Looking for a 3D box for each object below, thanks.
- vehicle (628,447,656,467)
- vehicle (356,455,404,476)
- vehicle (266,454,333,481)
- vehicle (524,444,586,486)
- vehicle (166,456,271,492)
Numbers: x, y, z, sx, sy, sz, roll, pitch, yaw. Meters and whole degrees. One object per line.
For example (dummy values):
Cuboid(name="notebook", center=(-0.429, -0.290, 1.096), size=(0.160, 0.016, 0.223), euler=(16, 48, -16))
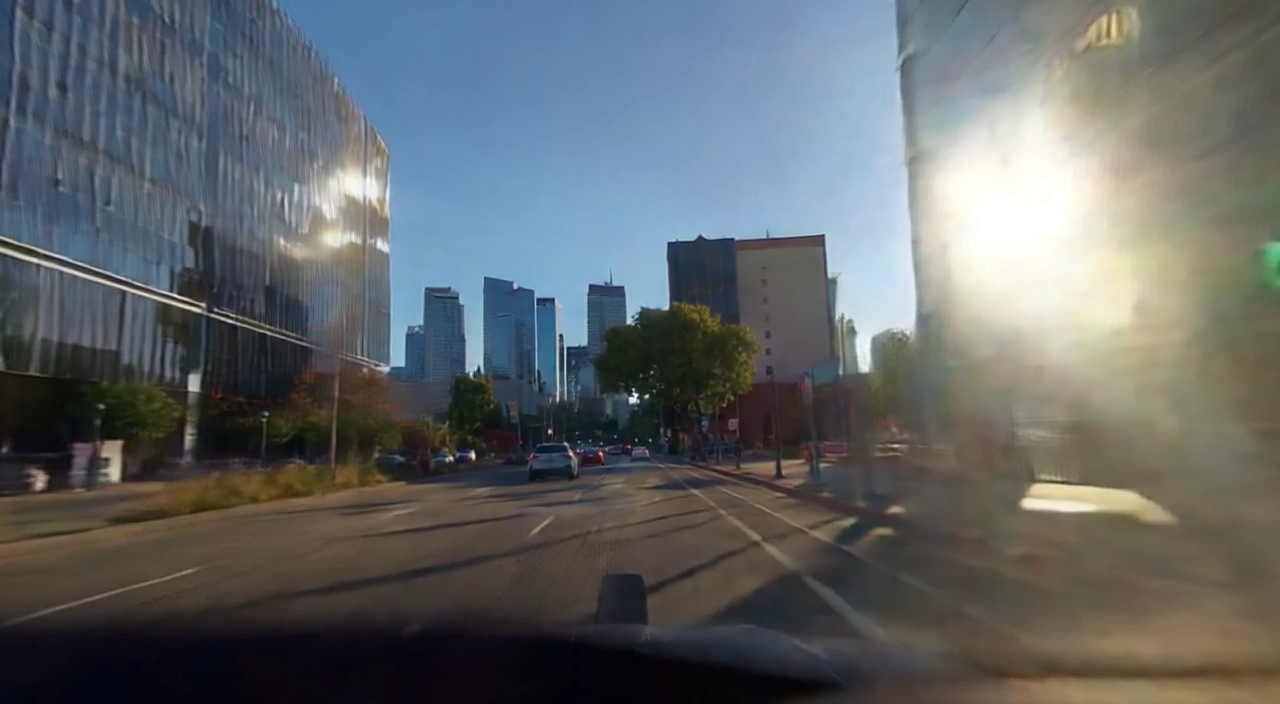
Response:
Cuboid(name="vehicle", center=(0.160, 8.095, 48.918), size=(2.102, 1.482, 4.125), euler=(0, -8, 0))
Cuboid(name="vehicle", center=(-20.458, 8.919, 49.861), size=(1.856, 1.471, 4.445), euler=(0, -8, 0))
Cuboid(name="vehicle", center=(-23.864, 8.078, 44.515), size=(1.978, 1.739, 4.895), euler=(0, -8, -1))
Cuboid(name="vehicle", center=(-3.364, 4.534, 25.706), size=(1.983, 1.545, 3.773), euler=(0, -8, 0))
Cuboid(name="vehicle", center=(-20.180, 5.834, 30.515), size=(1.959, 1.536, 4.455), euler=(0, -8, 0))
